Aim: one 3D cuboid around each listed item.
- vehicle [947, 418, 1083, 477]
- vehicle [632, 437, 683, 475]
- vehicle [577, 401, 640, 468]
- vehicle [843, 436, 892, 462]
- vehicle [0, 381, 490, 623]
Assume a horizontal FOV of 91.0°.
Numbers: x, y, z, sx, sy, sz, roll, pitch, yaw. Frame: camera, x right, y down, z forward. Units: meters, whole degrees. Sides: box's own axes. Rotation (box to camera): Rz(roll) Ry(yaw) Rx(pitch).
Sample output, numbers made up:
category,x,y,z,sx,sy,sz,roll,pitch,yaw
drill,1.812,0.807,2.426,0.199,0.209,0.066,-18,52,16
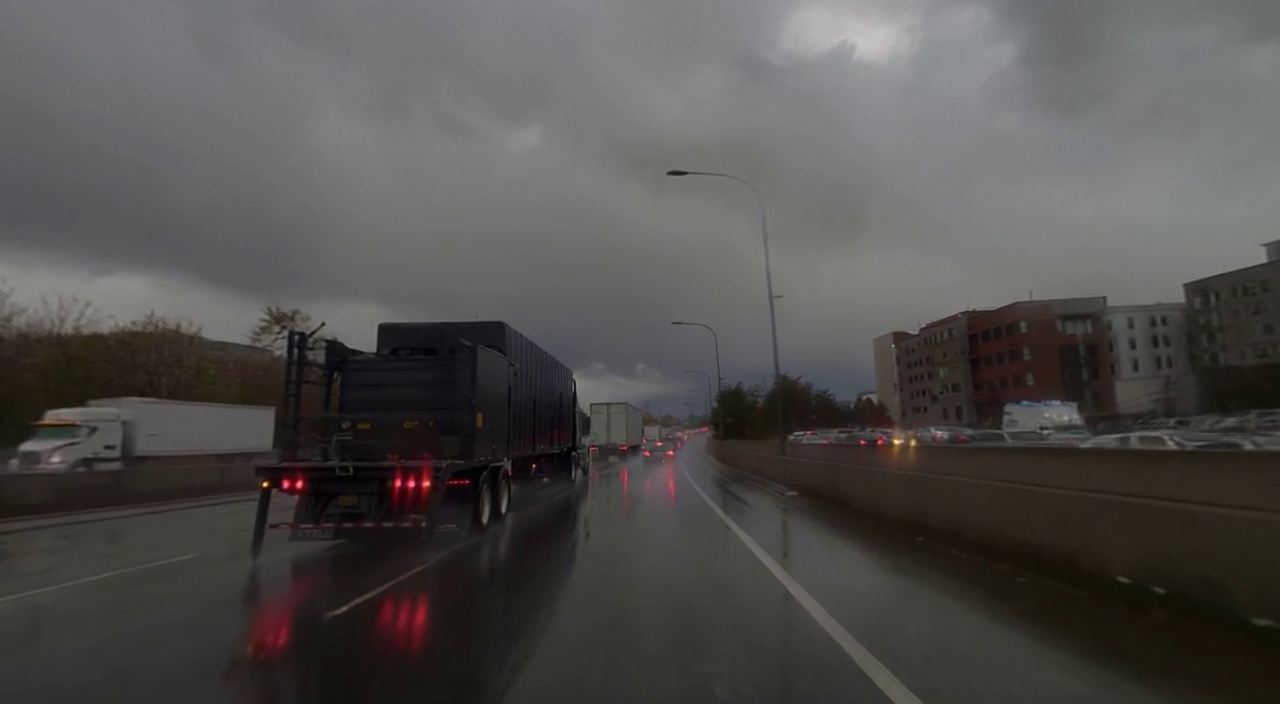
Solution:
category,x,y,z,sx,sy,sz,roll,pitch,yaw
vehicle,14.619,3.798,25.091,2.186,2.074,5.586,-1,-9,3
vehicle,0.847,4.804,29.228,2.178,1.640,4.071,-1,-9,3
vehicle,-1.872,5.535,41.819,3.073,3.894,9.782,-1,-9,3
vehicle,15.755,6.777,43.936,2.022,1.675,4.792,-1,-9,6
vehicle,-3.400,1.357,6.472,2.896,1.779,3.441,1,-8,-1
